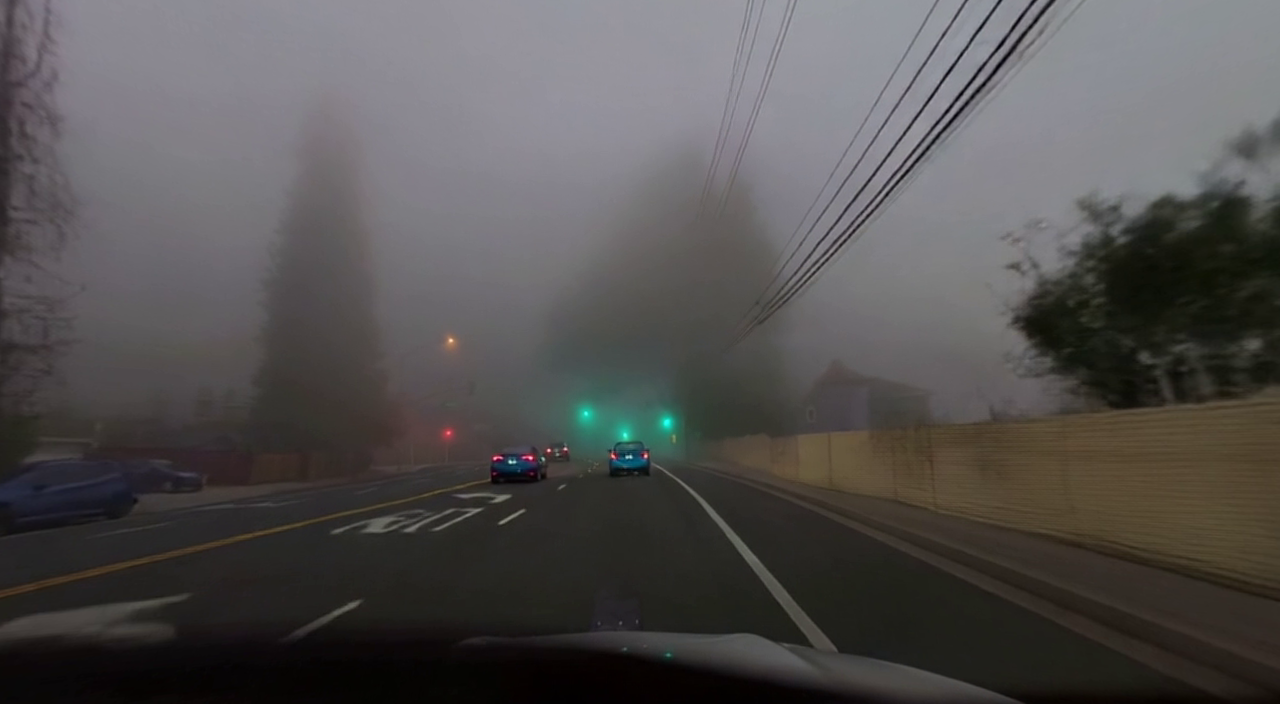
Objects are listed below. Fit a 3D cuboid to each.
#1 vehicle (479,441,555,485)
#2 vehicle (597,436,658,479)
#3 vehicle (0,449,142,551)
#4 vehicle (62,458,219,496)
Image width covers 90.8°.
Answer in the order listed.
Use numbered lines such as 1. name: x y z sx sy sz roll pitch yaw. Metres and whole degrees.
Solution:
1. vehicle: -4.321 3.944 22.868 1.913 1.425 4.235 0 -8 0
2. vehicle: -0.504 4.017 24.328 2.168 1.504 4.284 0 -8 -2
3. vehicle: -14.565 3.296 14.185 2.094 2.000 5.603 1 -7 1
4. vehicle: -21.293 5.320 27.093 4.881 1.488 2.069 0 -8 -3
